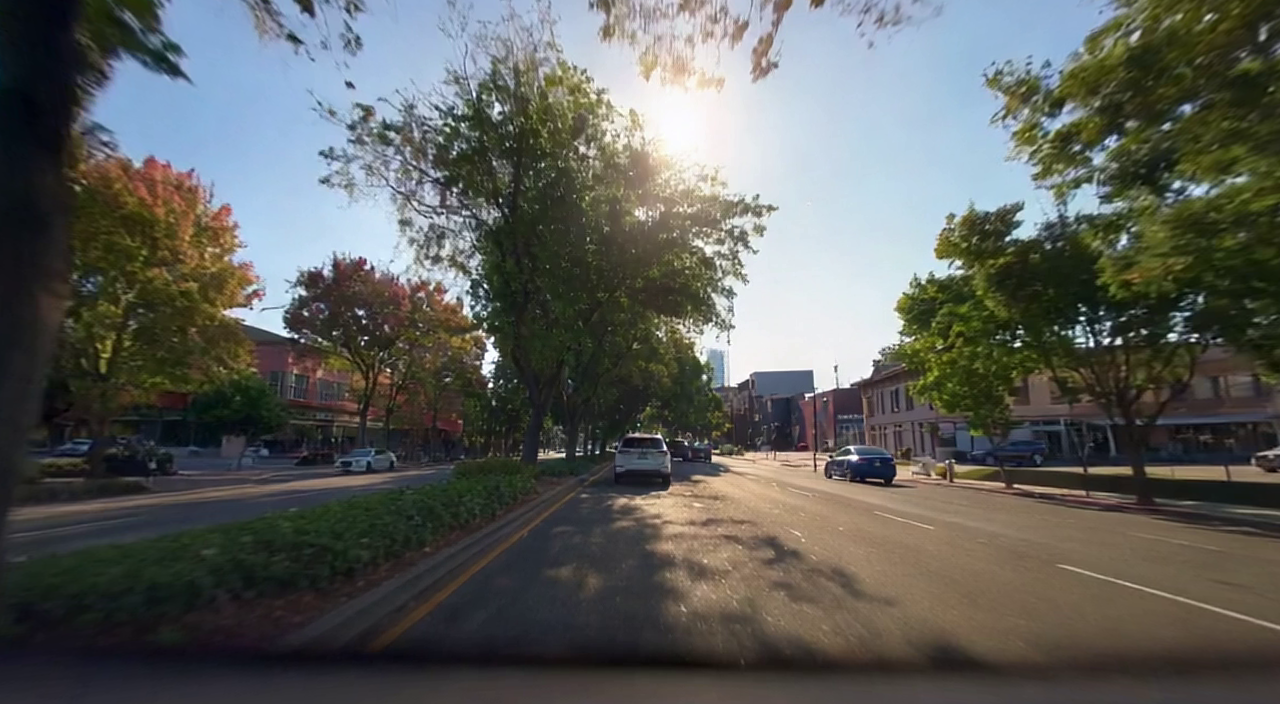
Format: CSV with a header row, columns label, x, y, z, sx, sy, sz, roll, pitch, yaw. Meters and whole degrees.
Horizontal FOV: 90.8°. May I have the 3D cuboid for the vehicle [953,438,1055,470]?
label,x,y,z,sx,sy,sz,roll,pitch,yaw
vehicle,19.501,5.470,33.962,4.333,1.521,1.824,-2,-7,0

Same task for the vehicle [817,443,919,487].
label,x,y,z,sx,sy,sz,roll,pitch,yaw
vehicle,8.325,4.163,23.586,2.002,1.456,4.631,0,-9,-1

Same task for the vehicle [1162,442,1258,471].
label,x,y,z,sx,sy,sz,roll,pitch,yaw
vehicle,34.680,6.355,38.617,1.842,1.607,4.605,0,-9,5

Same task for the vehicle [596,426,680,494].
label,x,y,z,sx,sy,sz,roll,pitch,yaw
vehicle,-0.079,3.250,19.259,2.277,1.816,4.192,0,-9,-1

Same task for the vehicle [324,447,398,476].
label,x,y,z,sx,sy,sz,roll,pitch,yaw
vehicle,-15.372,6.064,35.156,1.985,1.486,4.691,0,-9,0
